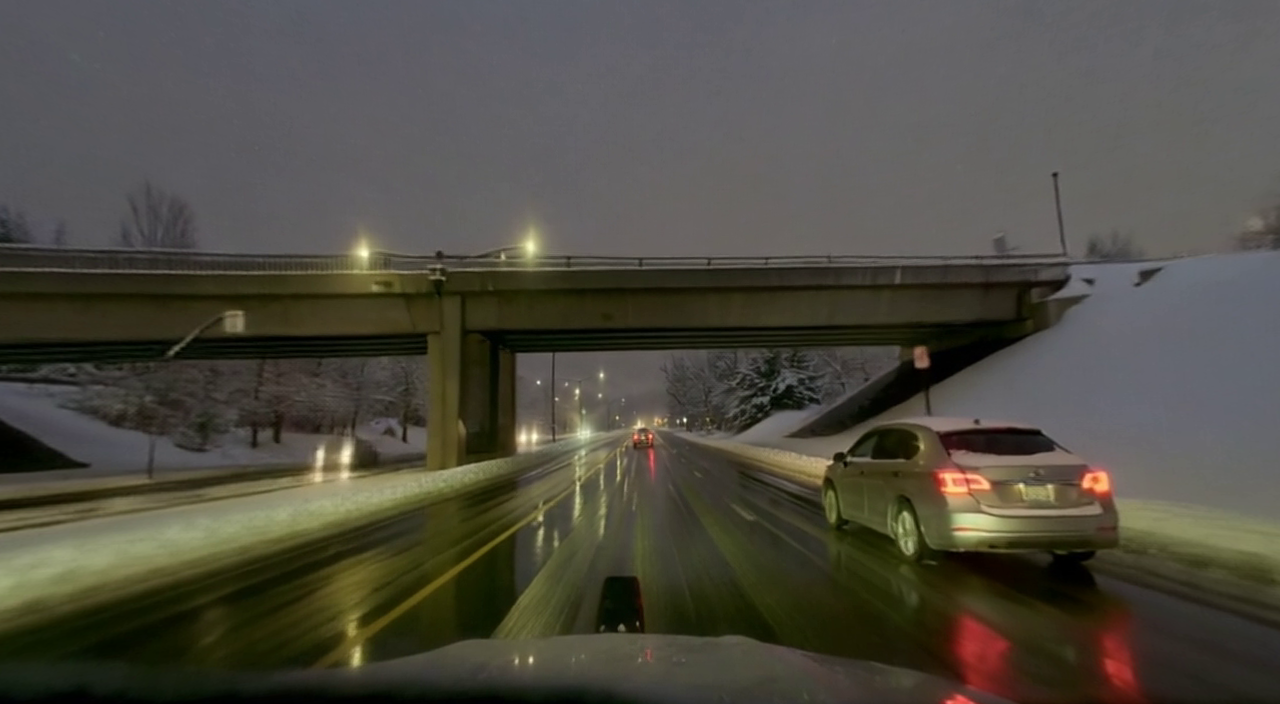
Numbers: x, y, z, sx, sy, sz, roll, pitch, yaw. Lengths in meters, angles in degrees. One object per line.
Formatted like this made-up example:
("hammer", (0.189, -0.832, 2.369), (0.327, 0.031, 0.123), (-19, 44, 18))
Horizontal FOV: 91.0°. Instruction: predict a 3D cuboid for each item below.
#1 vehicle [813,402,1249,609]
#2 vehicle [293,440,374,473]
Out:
("vehicle", (3.583, 1.492, 7.056), (2.063, 1.542, 4.420), (-1, -8, 1))
("vehicle", (-15.338, 5.235, 31.792), (1.819, 1.491, 4.414), (-1, -8, 0))
